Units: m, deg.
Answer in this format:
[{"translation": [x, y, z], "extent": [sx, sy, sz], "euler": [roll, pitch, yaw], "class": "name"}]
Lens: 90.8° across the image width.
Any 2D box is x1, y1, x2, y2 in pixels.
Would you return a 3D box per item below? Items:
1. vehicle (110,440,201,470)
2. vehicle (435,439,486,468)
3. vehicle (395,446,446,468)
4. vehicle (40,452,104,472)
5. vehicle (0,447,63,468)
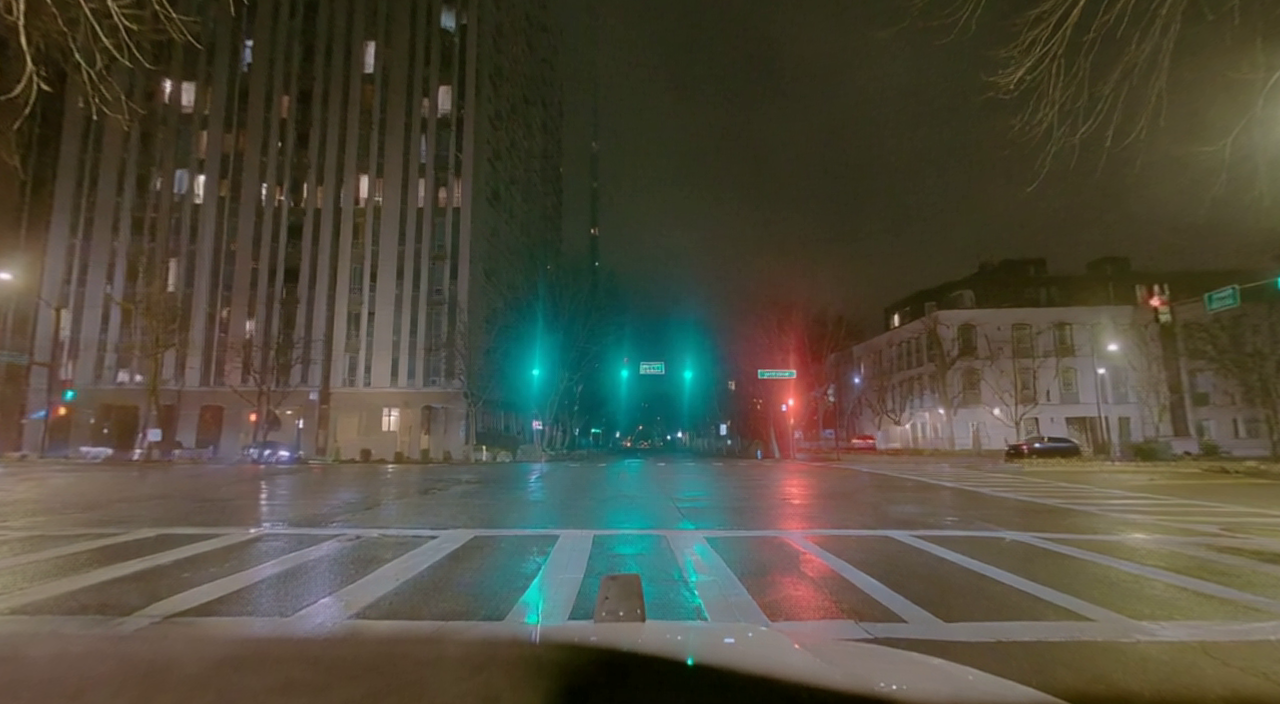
[{"translation": [-34.889, 7.419, 45.751], "extent": [2.204, 1.955, 5.518], "euler": [0, -8, 0], "class": "vehicle"}, {"translation": [-11.950, 6.774, 42.337], "extent": [2.080, 1.763, 4.341], "euler": [0, -8, 0], "class": "vehicle"}, {"translation": [-15.487, 7.436, 44.806], "extent": [2.056, 1.450, 4.343], "euler": [0, -8, 0], "class": "vehicle"}, {"translation": [-41.571, 8.032, 46.320], "extent": [1.552, 1.339, 3.340], "euler": [-1, -8, -1], "class": "vehicle"}, {"translation": [-45.247, 7.765, 46.617], "extent": [1.858, 1.467, 3.624], "euler": [0, -8, 0], "class": "vehicle"}]
